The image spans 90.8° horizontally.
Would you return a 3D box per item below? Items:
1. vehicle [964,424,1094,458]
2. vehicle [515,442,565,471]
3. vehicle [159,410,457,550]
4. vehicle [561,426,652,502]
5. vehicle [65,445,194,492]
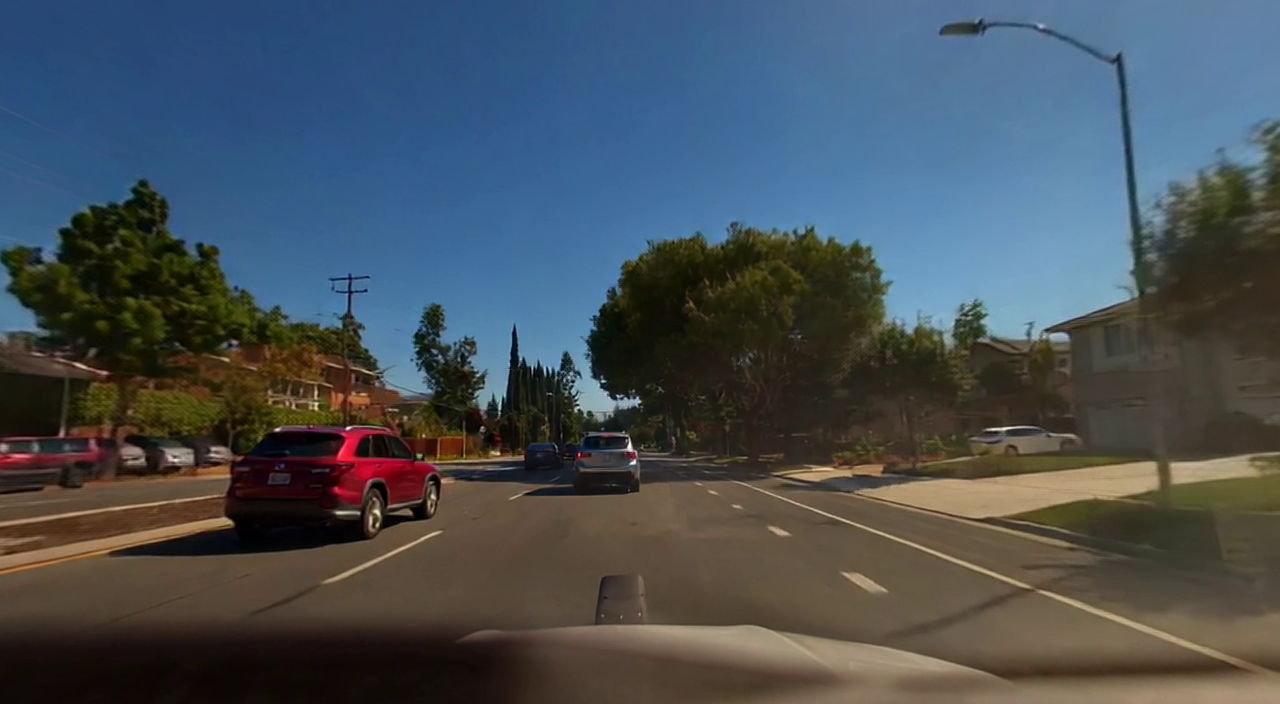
[{"bbox_3d":[17.304,3.978,28.293,4.500,1.442,1.930,-1,-8,4],"label":"vehicle"},{"bbox_3d":[-5.437,5.738,35.020,2.014,1.493,4.658,0,-8,0],"label":"vehicle"},{"bbox_3d":[-4.776,1.923,10.177,2.243,1.722,4.621,0,-8,0],"label":"vehicle"},{"bbox_3d":[-0.832,2.935,16.984,2.131,1.761,4.242,0,-8,-1],"label":"vehicle"},{"bbox_3d":[-19.405,4.410,24.274,1.707,1.523,3.933,-2,-7,-1],"label":"vehicle"}]
